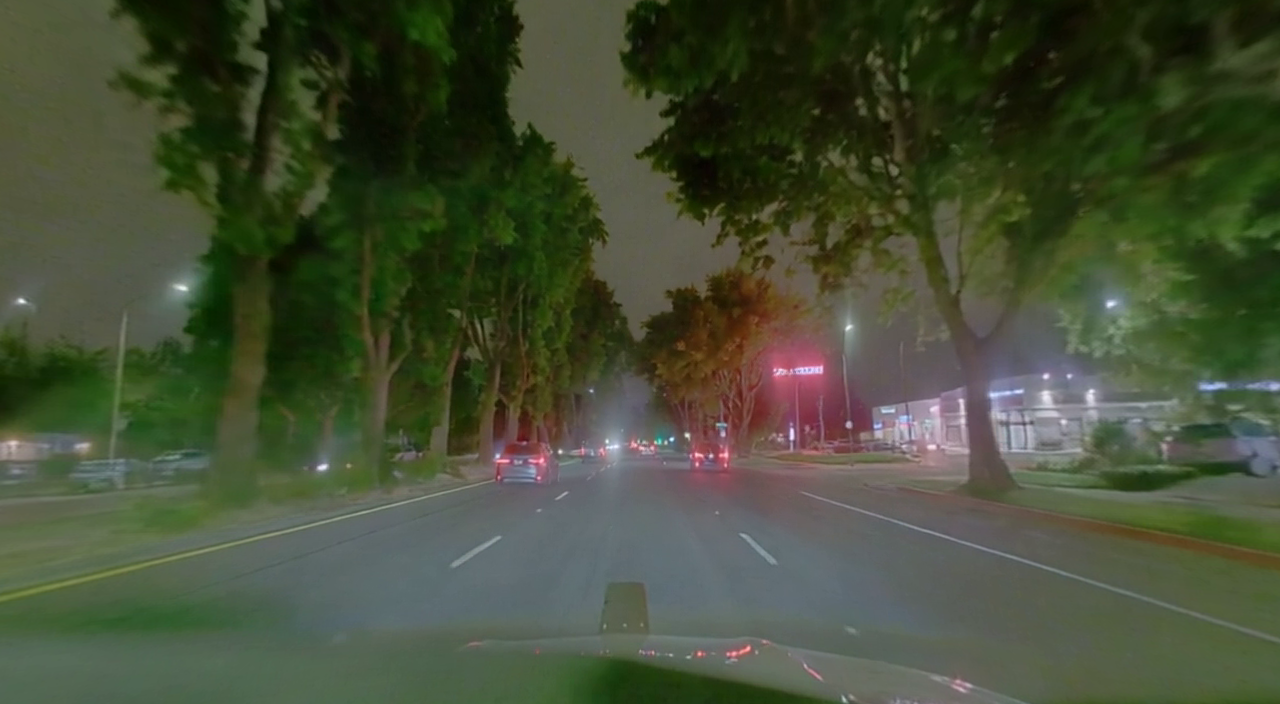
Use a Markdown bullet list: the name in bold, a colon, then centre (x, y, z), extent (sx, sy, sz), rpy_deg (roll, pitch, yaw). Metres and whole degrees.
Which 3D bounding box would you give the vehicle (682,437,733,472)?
- **vehicle**: centre (3.158, 4.869, 30.139), extent (1.922, 1.579, 3.642), rpy_deg (0, -8, -2)

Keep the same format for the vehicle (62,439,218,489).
- **vehicle**: centre (-22.897, 5.098, 29.311), extent (2.235, 2.061, 5.936), rpy_deg (0, -8, 2)

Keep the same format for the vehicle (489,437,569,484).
- **vehicle**: centre (-3.774, 3.765, 22.233), extent (1.908, 1.481, 4.536), rpy_deg (0, -8, 1)
